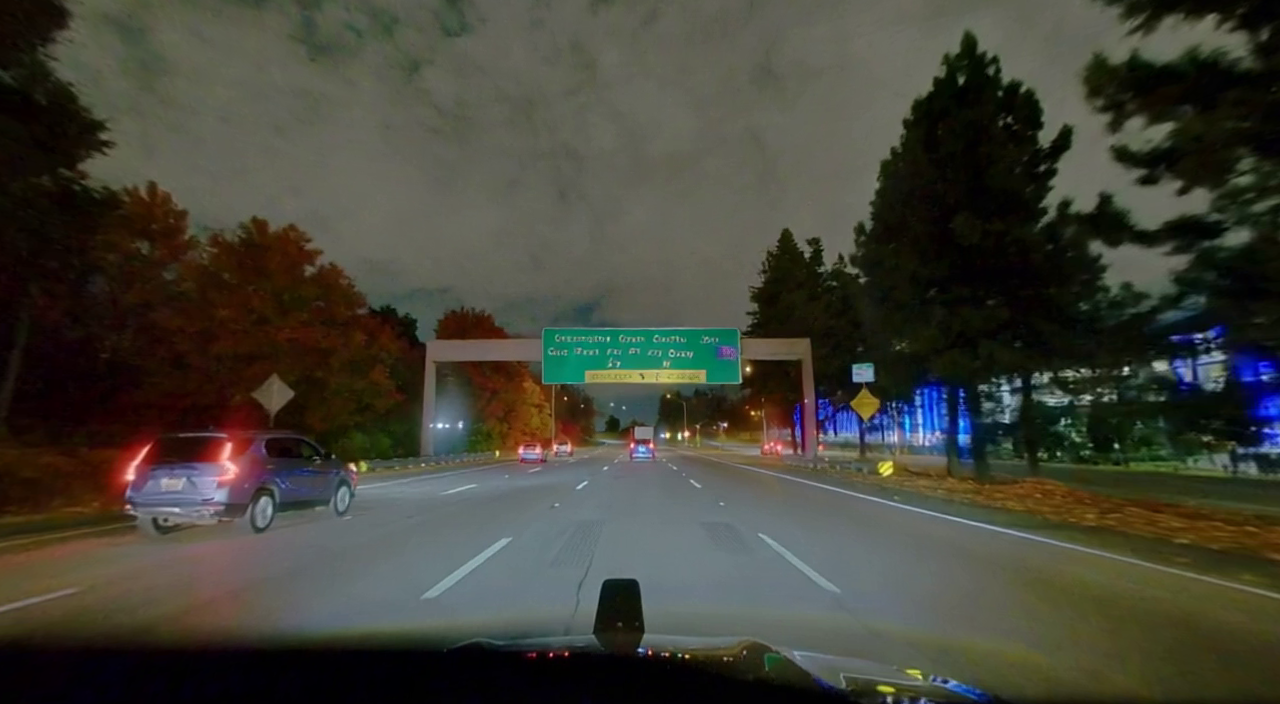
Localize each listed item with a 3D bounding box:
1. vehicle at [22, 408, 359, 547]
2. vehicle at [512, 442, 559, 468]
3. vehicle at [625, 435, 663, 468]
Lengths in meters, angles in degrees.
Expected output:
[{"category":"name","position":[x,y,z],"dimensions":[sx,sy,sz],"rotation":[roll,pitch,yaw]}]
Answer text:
[{"category":"vehicle","position":[-7.136,2.052,10.973],"dimensions":[2.146,1.834,4.999],"rotation":[0,-9,0]},{"category":"vehicle","position":[-6.417,6.363,39.149],"dimensions":[2.074,1.495,4.643],"rotation":[0,-9,1]},{"category":"vehicle","position":[0.224,6.123,38.947],"dimensions":[2.245,1.863,4.801],"rotation":[0,-9,0]}]
